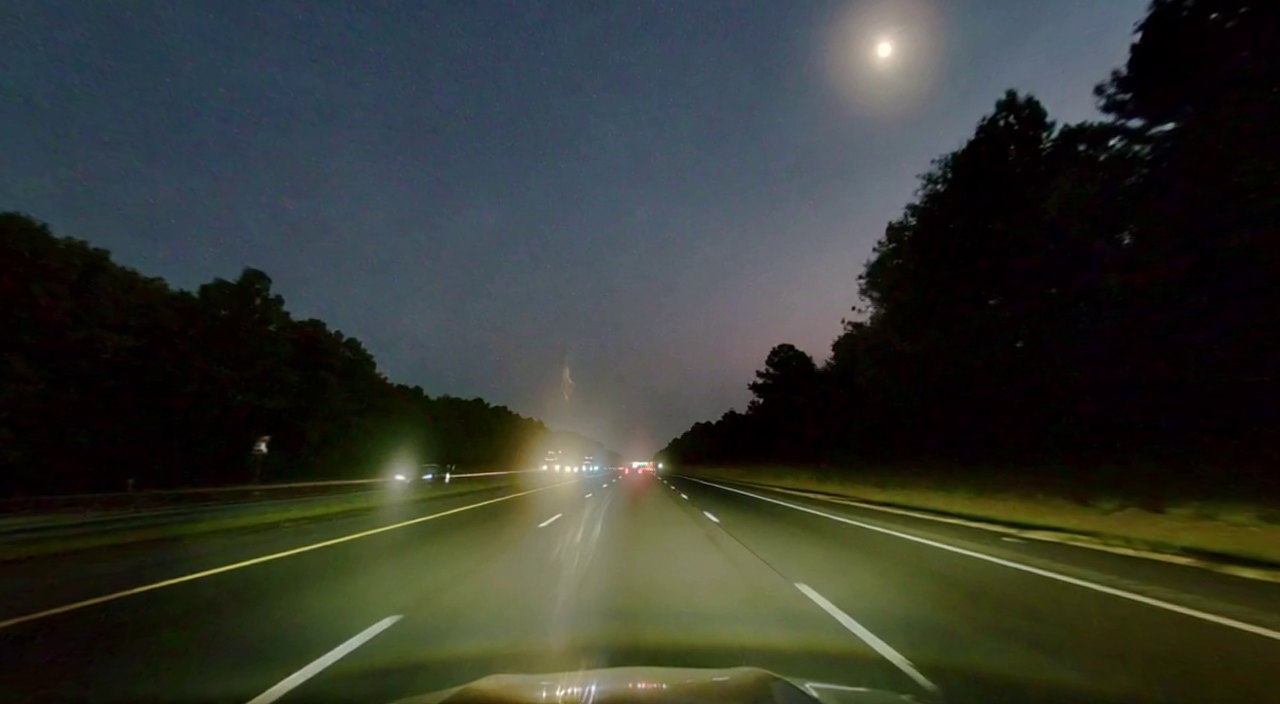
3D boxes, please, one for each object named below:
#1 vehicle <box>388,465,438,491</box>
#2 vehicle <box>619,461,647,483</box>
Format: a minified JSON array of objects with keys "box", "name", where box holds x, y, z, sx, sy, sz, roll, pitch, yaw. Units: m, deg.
[{"box":[-12.883,7.157,35.959,1.670,1.378,3.363,-1,-10,-1],"name":"vehicle"},{"box":[-0.530,9.337,49.000,2.065,1.633,4.130,1,-11,-1],"name":"vehicle"}]
